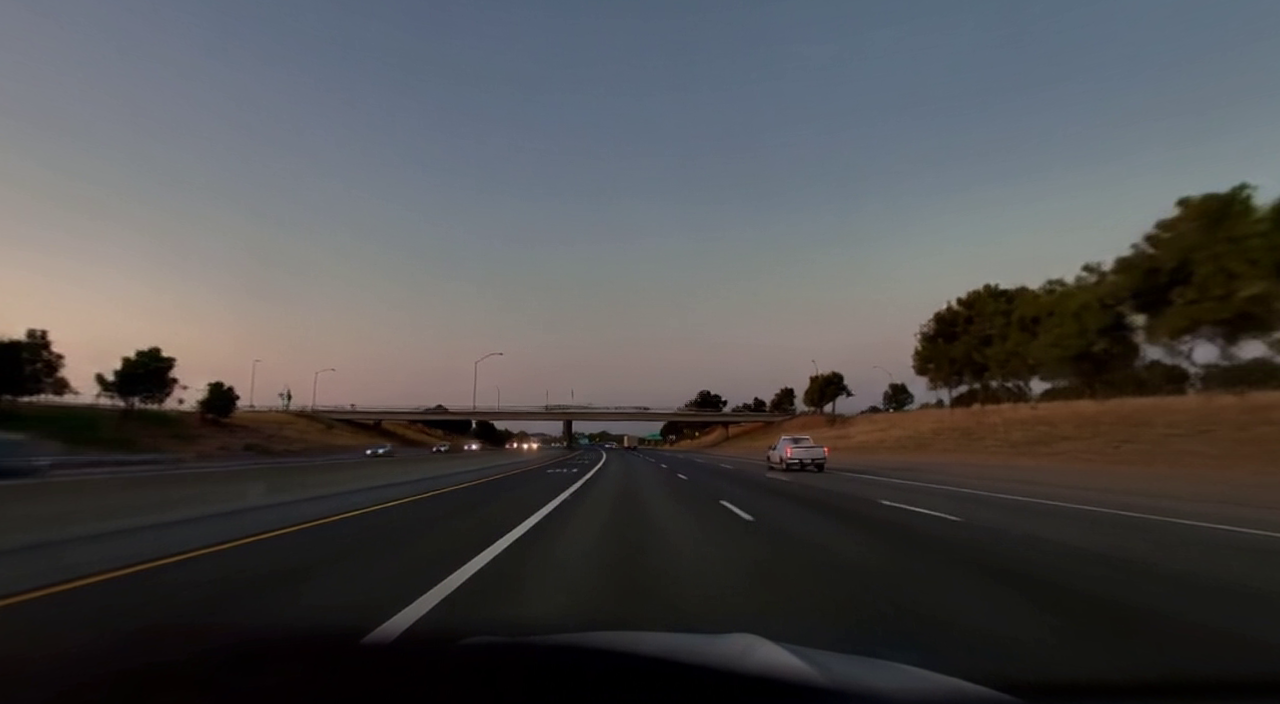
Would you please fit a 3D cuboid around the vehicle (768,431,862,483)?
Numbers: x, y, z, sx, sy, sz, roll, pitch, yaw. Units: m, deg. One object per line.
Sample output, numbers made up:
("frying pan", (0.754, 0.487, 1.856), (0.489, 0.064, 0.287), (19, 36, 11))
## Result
("vehicle", (6.377, 3.880, 23.605), (2.104, 1.723, 4.538), (0, -9, -2))
